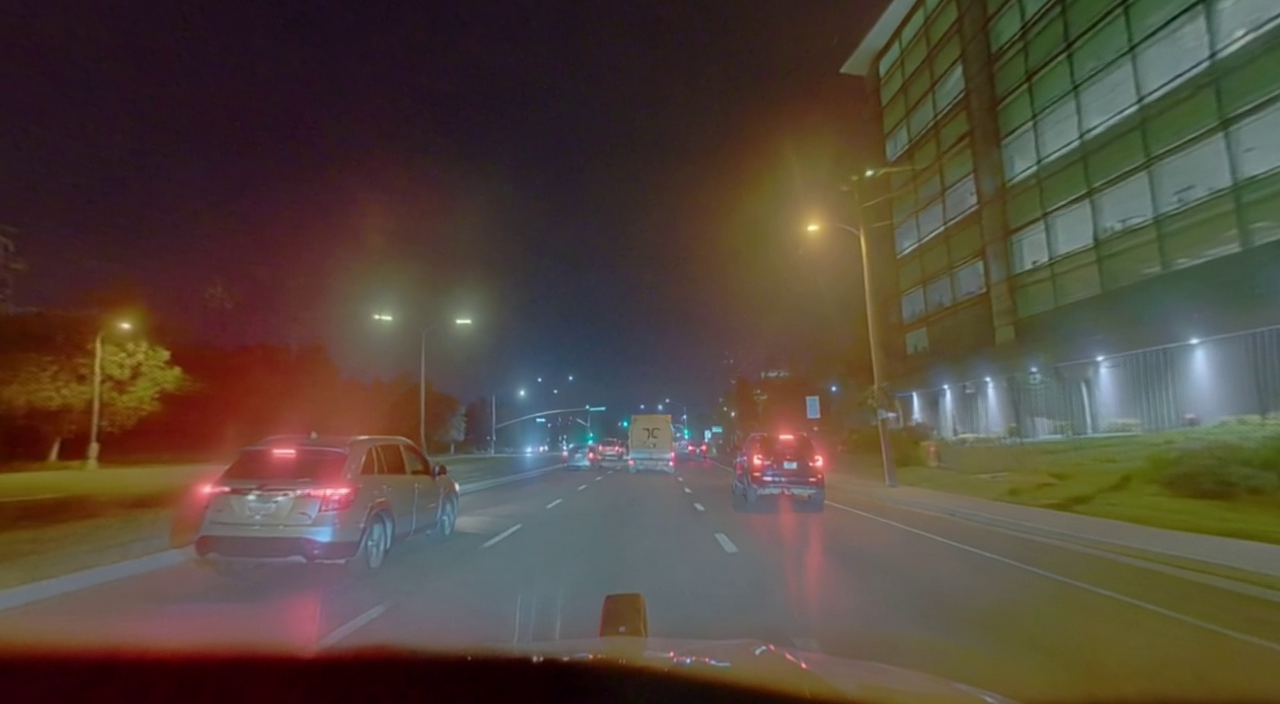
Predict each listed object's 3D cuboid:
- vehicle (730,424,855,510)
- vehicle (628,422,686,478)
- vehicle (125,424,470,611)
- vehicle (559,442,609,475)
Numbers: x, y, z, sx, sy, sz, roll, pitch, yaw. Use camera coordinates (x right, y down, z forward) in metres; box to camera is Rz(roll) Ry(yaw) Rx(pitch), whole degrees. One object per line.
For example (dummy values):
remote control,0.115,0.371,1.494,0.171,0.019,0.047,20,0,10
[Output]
vehicle,3.800,2.935,16.579,2.283,1.923,4.427,0,-8,2
vehicle,0.934,4.685,30.309,2.457,2.440,5.486,-1,-8,5
vehicle,-3.565,1.733,7.502,1.934,1.643,3.718,0,-8,1
vehicle,-2.857,5.549,32.939,1.984,1.567,4.311,-1,-8,3
